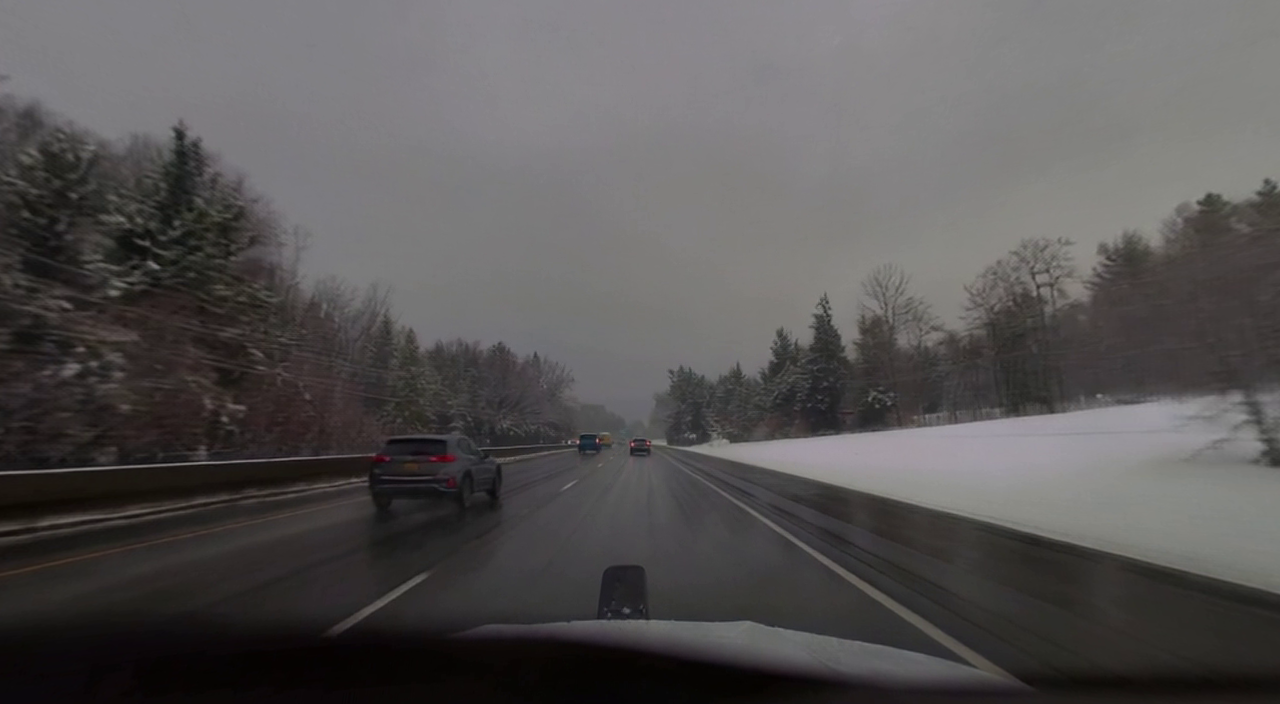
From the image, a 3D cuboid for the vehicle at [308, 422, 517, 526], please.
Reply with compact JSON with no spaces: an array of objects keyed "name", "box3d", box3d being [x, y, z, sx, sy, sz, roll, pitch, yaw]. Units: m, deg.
[{"name":"vehicle","box3d":[-3.935,2.191,11.968,2.190,1.571,4.643,0,-8,1]}]
